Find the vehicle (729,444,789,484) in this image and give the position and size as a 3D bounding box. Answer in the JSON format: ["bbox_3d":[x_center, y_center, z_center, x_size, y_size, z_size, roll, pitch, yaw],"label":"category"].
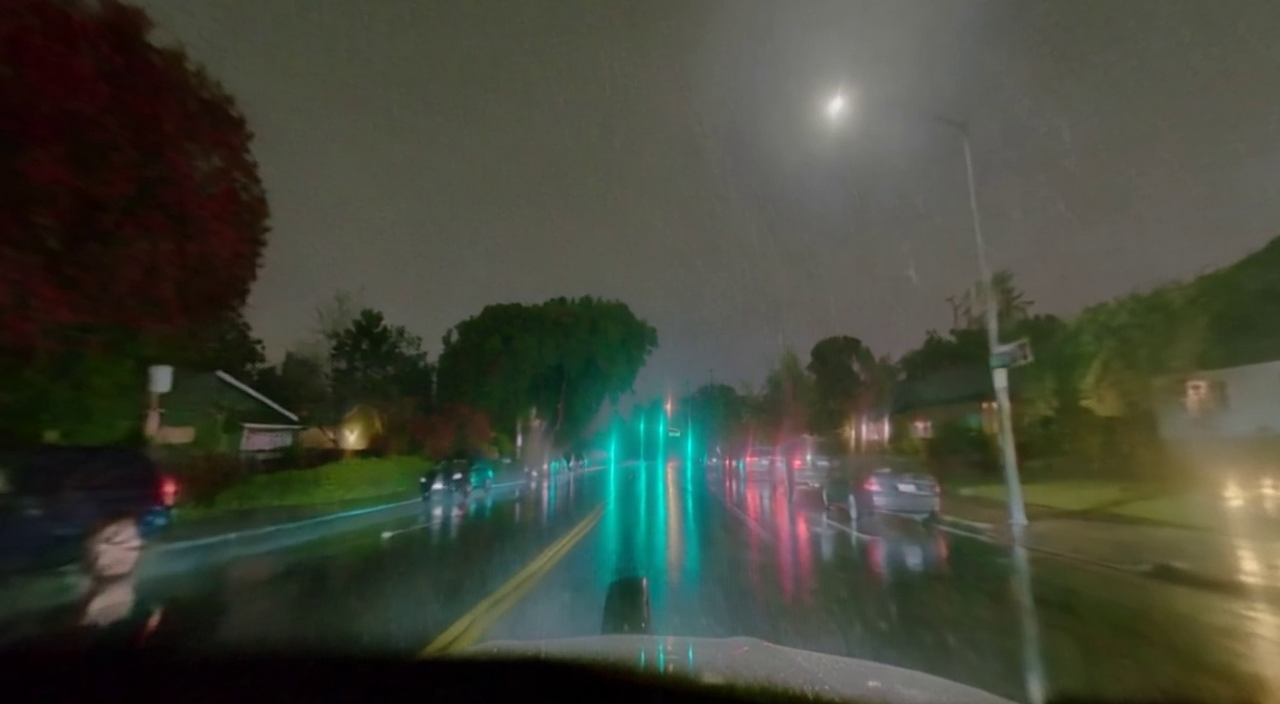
[{"bbox_3d":[5.609,5.330,30.345,2.137,1.747,4.797,-1,-9,2],"label":"vehicle"}]

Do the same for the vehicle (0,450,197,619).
[{"bbox_3d":[-7.381,1.912,6.652,1.996,1.628,4.603,-1,-8,1],"label":"vehicle"}]

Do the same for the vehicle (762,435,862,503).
[{"bbox_3d":[5.121,3.544,19.500,2.089,1.831,4.492,-1,-9,4],"label":"vehicle"}]

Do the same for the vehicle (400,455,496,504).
[{"bbox_3d":[-6.764,4.524,22.734,1.903,1.463,4.526,-1,-8,2],"label":"vehicle"}]

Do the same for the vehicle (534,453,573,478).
[{"bbox_3d":[-6.074,7.992,44.585,1.971,1.479,4.307,-2,-8,3],"label":"vehicle"}]

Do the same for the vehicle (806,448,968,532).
[{"bbox_3d":[4.981,2.793,13.472,1.704,1.445,4.492,0,-9,1],"label":"vehicle"}]

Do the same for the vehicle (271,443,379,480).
[{"bbox_3d":[-17.366,6.041,34.854,4.886,1.936,2.108,-2,-9,8],"label":"vehicle"}]

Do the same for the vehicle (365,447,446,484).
[{"bbox_3d":[-12.608,6.079,34.039,3.513,1.829,1.976,-1,-8,11],"label":"vehicle"}]
